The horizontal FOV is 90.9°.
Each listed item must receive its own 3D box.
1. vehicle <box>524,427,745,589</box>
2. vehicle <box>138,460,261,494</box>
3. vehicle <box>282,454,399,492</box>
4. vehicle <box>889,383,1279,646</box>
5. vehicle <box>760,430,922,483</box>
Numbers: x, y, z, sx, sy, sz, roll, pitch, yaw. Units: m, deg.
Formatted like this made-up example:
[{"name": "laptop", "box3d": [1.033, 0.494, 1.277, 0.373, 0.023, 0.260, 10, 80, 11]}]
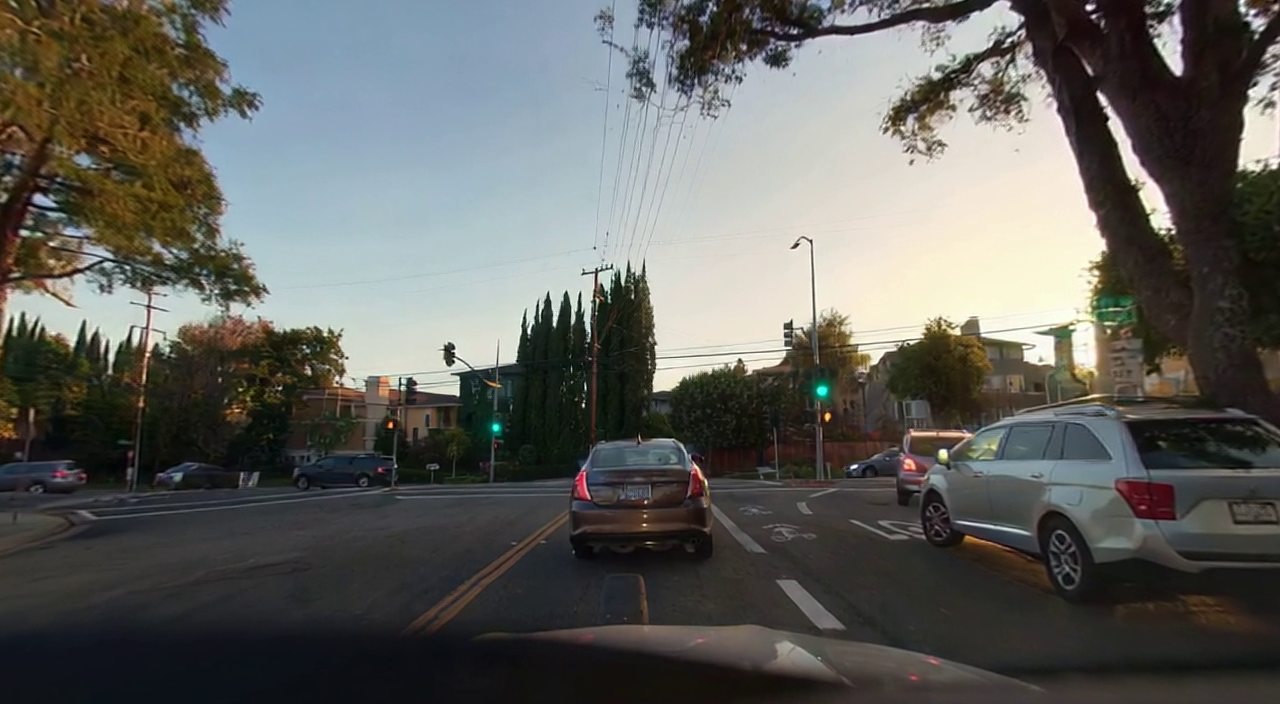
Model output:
[{"name": "vehicle", "box3d": [0.009, 1.811, 8.275, 2.078, 1.506, 4.512, 0, -8, 2]}, {"name": "vehicle", "box3d": [-21.023, 5.951, 30.172, 4.736, 1.475, 1.921, -2, -9, 9]}, {"name": "vehicle", "box3d": [-13.789, 5.536, 29.168, 4.485, 1.625, 1.980, -2, -9, 10]}, {"name": "vehicle", "box3d": [4.617, 1.496, 6.936, 2.095, 1.836, 4.895, -1, -8, 5]}, {"name": "vehicle", "box3d": [7.915, 4.202, 25.492, 5.857, 2.016, 2.273, -1, -8, 7]}]
